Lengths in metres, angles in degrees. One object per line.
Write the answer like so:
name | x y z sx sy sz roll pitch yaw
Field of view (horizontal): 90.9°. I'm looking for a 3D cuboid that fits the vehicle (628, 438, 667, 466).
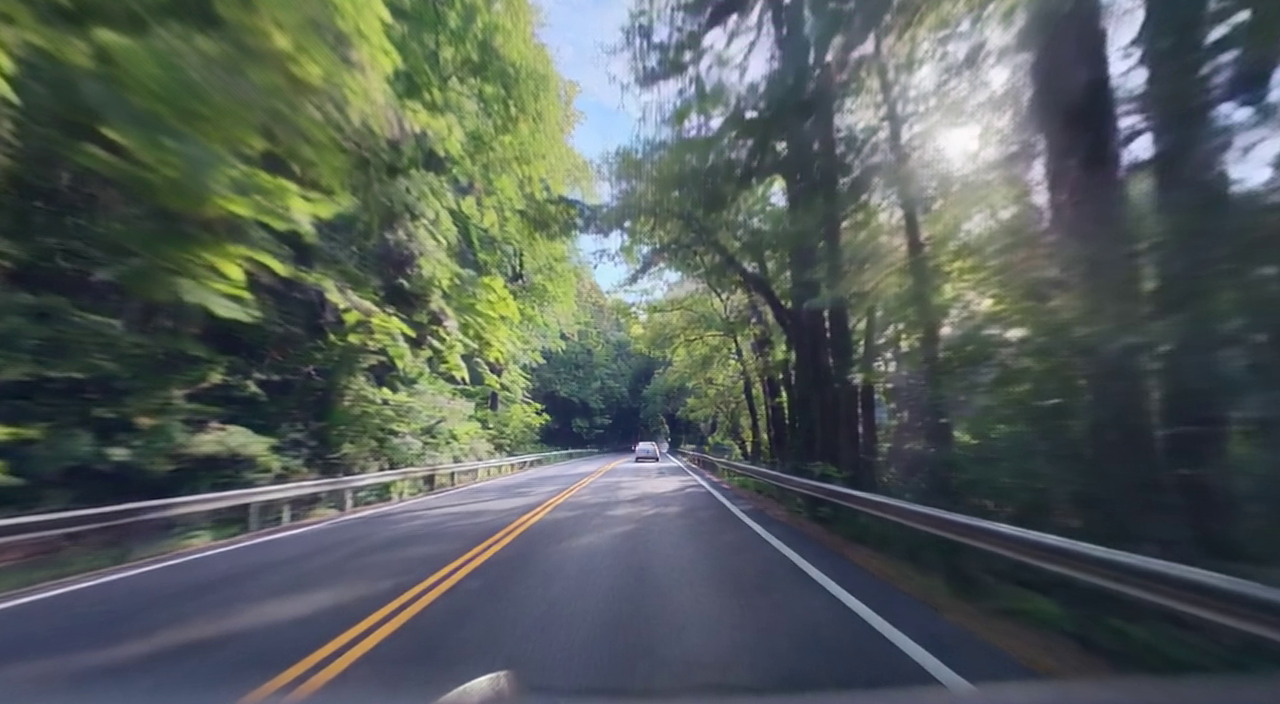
vehicle | 0.437 5.681 35.984 2.120 1.491 4.349 0 -8 1
